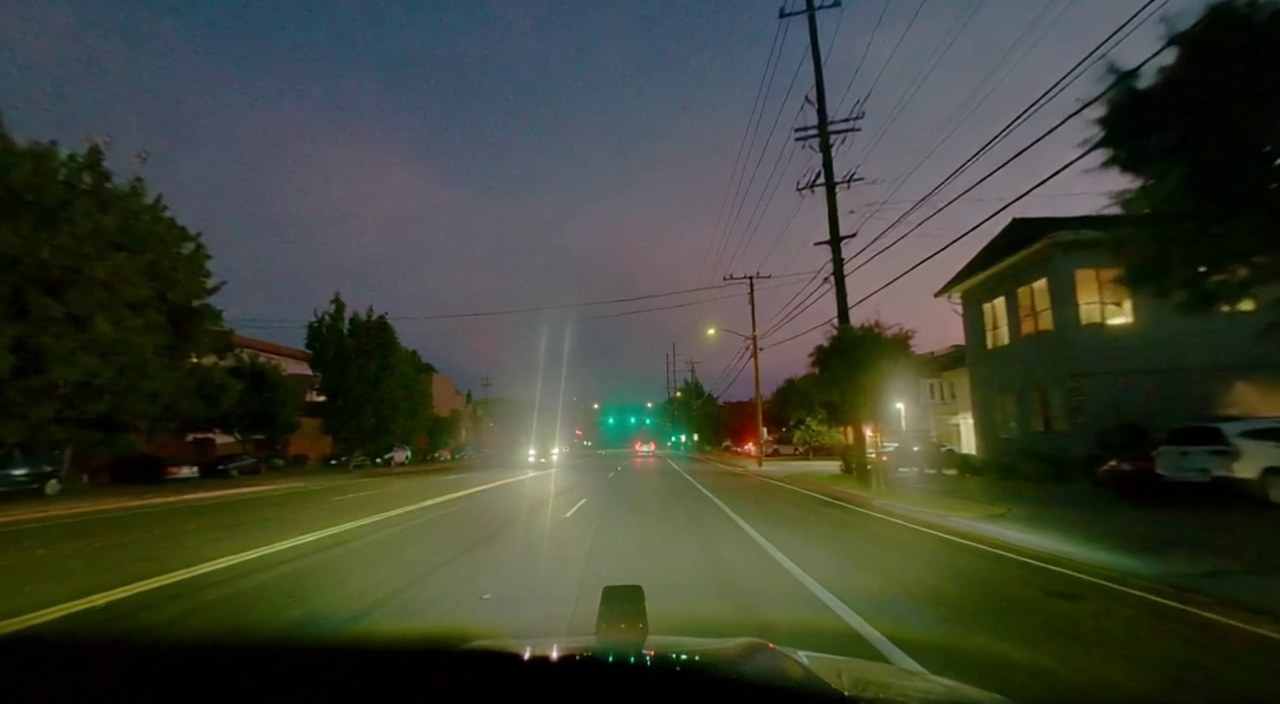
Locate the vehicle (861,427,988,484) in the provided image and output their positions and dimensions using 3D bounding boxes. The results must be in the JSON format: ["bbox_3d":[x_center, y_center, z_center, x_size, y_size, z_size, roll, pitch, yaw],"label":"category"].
[{"bbox_3d":[11.379,4.181,25.779,2.392,2.063,5.213,1,-8,-5],"label":"vehicle"}]

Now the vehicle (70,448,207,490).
[{"bbox_3d":[-20.149,4.681,25.645,1.759,1.519,4.785,0,-8,-2],"label":"vehicle"}]

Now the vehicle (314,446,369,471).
[{"bbox_3d":[-20.081,7.170,42.526,1.764,1.570,3.910,0,-8,0],"label":"vehicle"}]

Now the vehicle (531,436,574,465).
[{"bbox_3d":[-6.128,6.974,44.708,2.273,1.952,4.599,0,-8,1],"label":"vehicle"}]

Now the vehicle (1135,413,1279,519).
[{"bbox_3d":[13.347,2.277,12.821,4.667,1.952,2.063,0,-8,2],"label":"vehicle"}]

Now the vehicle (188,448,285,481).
[{"bbox_3d":[-20.414,5.696,32.187,1.812,1.501,4.632,0,-8,1],"label":"vehicle"}]

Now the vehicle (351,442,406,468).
[{"bbox_3d":[-20.119,7.918,48.738,2.047,1.898,5.032,0,-8,1],"label":"vehicle"}]

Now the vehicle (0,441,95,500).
[{"bbox_3d":[-20.265,3.730,20.024,1.787,1.774,4.560,0,-8,0],"label":"vehicle"}]
